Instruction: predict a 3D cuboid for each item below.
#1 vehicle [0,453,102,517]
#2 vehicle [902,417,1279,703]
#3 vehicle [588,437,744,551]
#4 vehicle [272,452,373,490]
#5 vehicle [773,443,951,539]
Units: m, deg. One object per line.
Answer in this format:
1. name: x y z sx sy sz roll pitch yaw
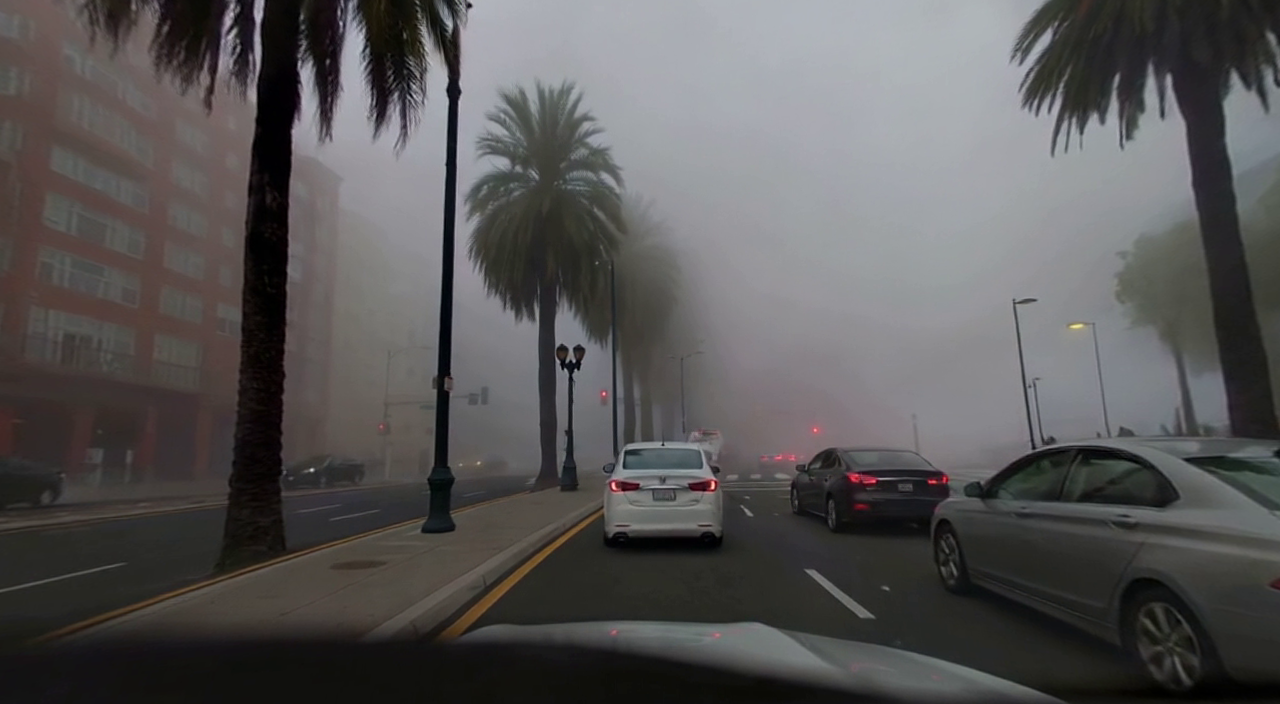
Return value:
1. vehicle: -16.923 3.482 16.632 1.801 1.563 4.015 -1 -9 3
2. vehicle: 3.646 1.275 4.356 1.913 1.469 4.425 -1 -9 2
3. vehicle: 0.414 2.186 10.375 2.078 1.503 3.681 -1 -9 2
4. vehicle: -15.168 5.668 30.504 2.078 1.662 4.436 -2 -9 9
5. vehicle: 3.989 2.543 12.279 1.920 1.490 4.417 0 -9 1
